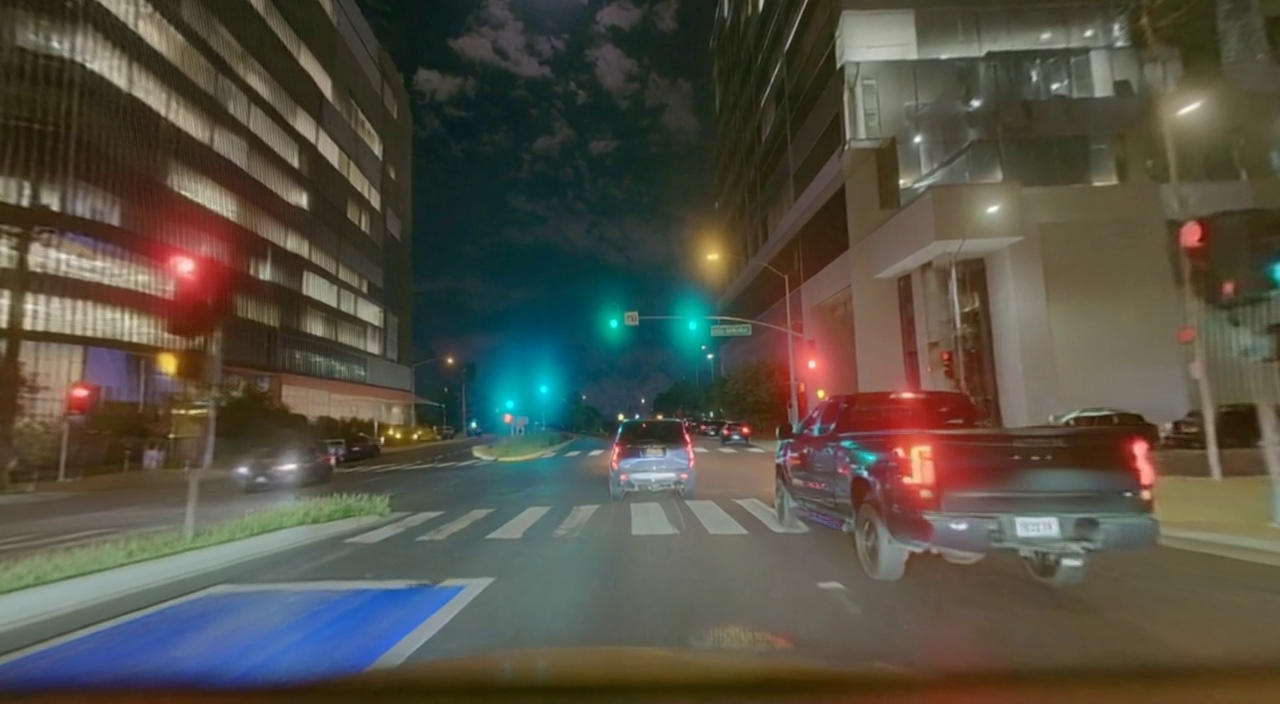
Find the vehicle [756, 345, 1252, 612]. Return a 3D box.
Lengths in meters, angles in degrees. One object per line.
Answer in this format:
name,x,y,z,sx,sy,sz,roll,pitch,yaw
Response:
vehicle,3.392,1.439,8.137,2.487,2.048,6.443,0,-9,-1

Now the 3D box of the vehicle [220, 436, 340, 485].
vehicle,-13.545,4.093,24.098,2.062,1.697,4.321,0,-9,0

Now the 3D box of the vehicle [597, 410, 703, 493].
vehicle,0.187,2.464,15.801,2.283,1.773,4.255,0,-9,-1
